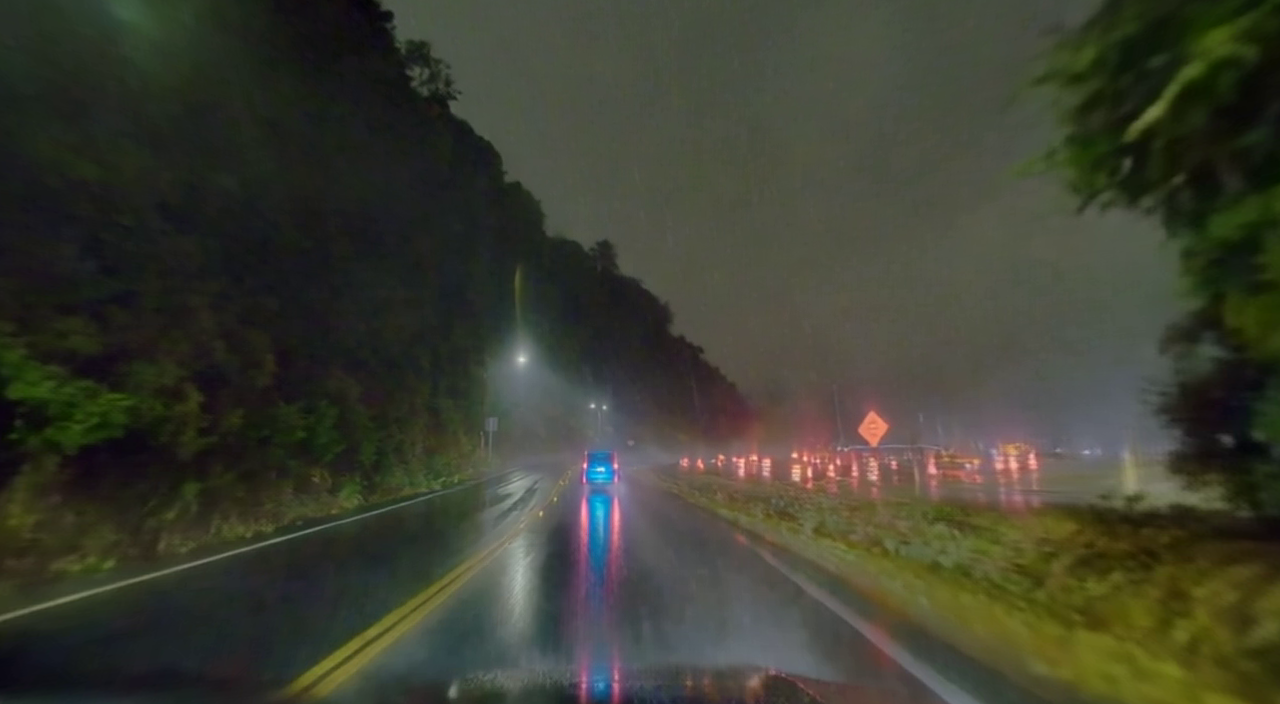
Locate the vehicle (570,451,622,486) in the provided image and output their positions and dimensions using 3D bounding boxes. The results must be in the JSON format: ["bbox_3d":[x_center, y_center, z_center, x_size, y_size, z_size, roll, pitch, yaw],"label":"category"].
[{"bbox_3d":[-2.127,5.391,29.537,2.259,1.503,4.075,1,-9,-6],"label":"vehicle"}]
